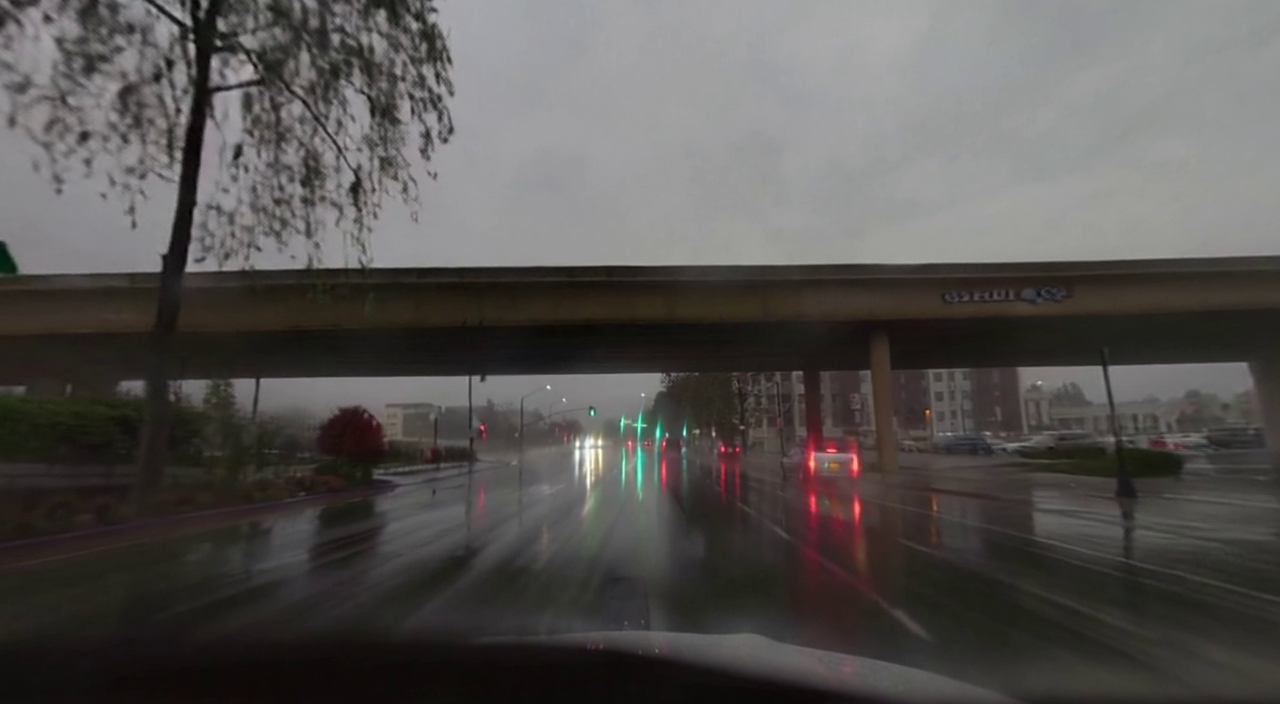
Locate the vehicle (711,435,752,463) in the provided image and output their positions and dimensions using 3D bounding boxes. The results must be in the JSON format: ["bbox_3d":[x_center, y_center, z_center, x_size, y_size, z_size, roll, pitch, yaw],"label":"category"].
[{"bbox_3d":[6.650,7.089,46.320,2.154,1.915,4.908,0,-8,-1],"label":"vehicle"}]

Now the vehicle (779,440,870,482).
[{"bbox_3d":[6.910,4.125,24.134,2.035,1.435,4.481,0,-8,-2],"label":"vehicle"}]

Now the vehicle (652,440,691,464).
[{"bbox_3d":[1.978,6.521,41.070,2.280,1.475,4.051,0,-8,-1],"label":"vehicle"}]
